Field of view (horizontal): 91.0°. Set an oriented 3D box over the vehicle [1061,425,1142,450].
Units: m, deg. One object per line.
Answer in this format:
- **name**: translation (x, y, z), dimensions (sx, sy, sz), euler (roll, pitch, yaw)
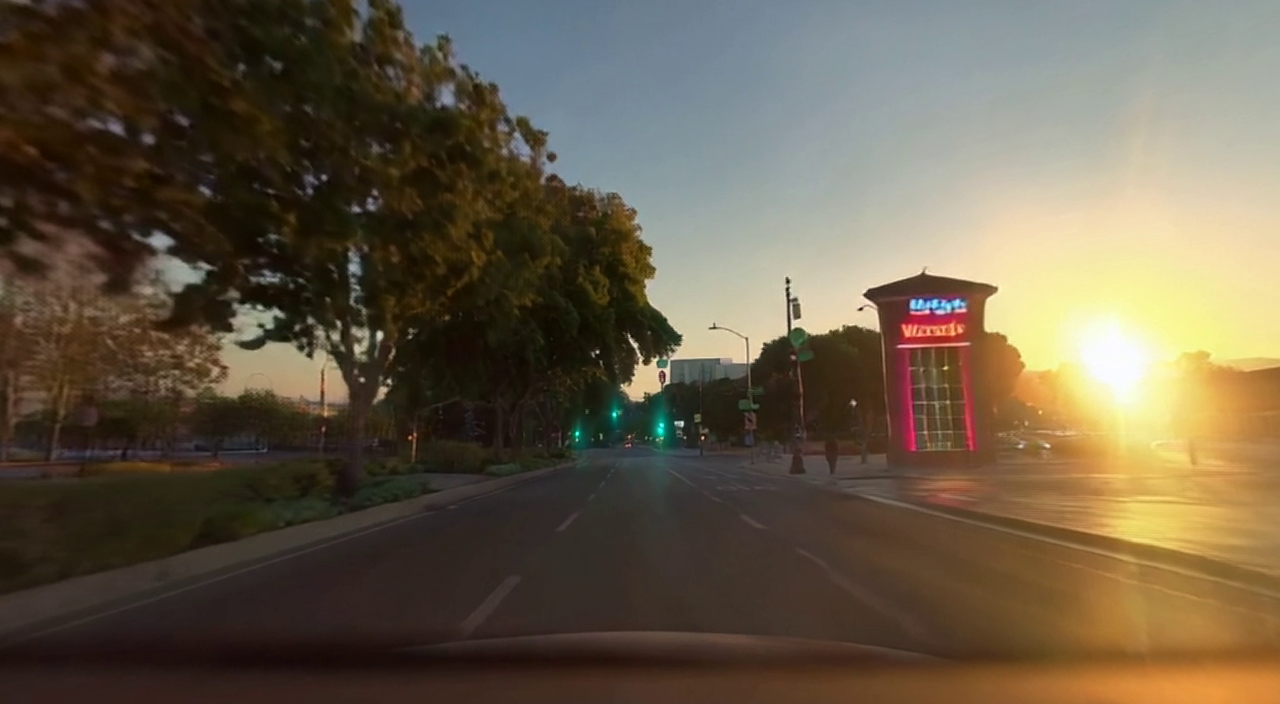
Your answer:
- **vehicle**: translation (31.675, 5.883, 43.306), dimensions (4.051, 1.611, 1.944), euler (1, -8, -2)
